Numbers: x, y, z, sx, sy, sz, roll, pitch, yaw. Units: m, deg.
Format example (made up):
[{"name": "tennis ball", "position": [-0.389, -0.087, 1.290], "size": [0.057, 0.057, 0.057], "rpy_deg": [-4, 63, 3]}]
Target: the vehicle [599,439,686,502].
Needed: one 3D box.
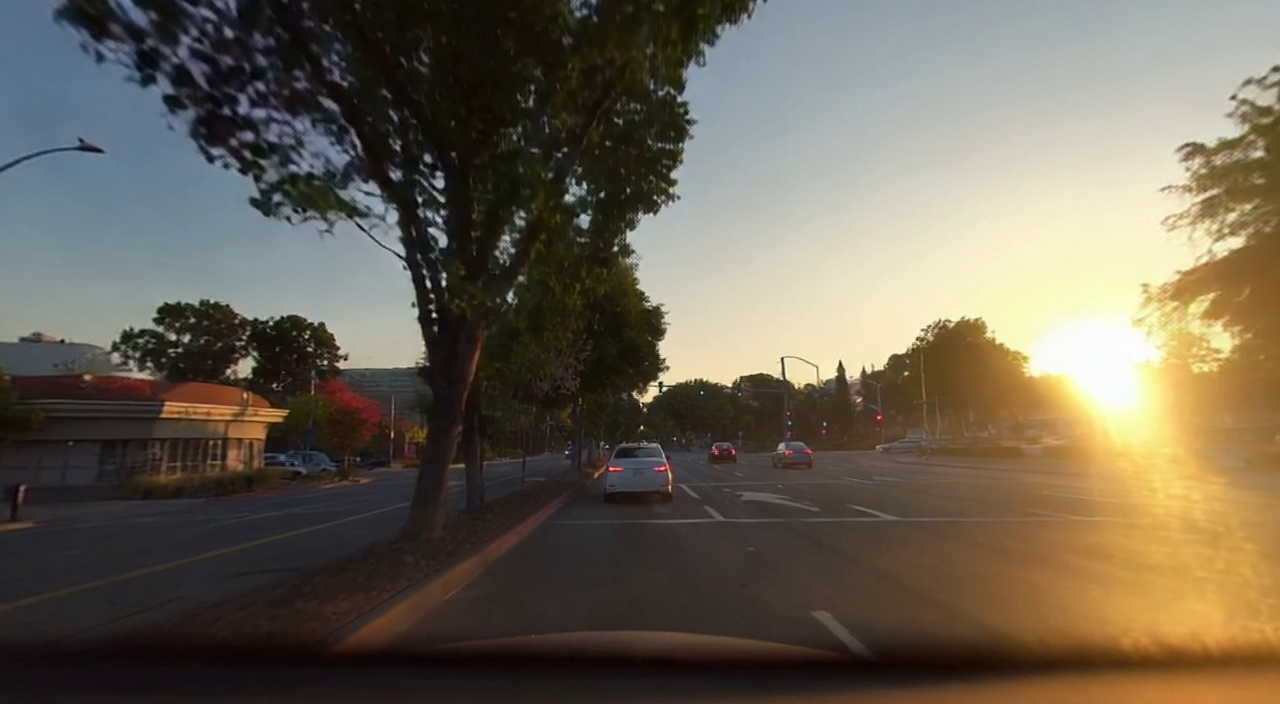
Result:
[{"name": "vehicle", "position": [0.038, 3.106, 17.014], "size": [2.064, 1.477, 3.968], "rpy_deg": [0, -9, -1]}]

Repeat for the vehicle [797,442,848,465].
[{"name": "vehicle", "position": [12.652, 7.070, 44.145], "size": [2.059, 1.482, 4.568], "rpy_deg": [0, -9, -1]}]
